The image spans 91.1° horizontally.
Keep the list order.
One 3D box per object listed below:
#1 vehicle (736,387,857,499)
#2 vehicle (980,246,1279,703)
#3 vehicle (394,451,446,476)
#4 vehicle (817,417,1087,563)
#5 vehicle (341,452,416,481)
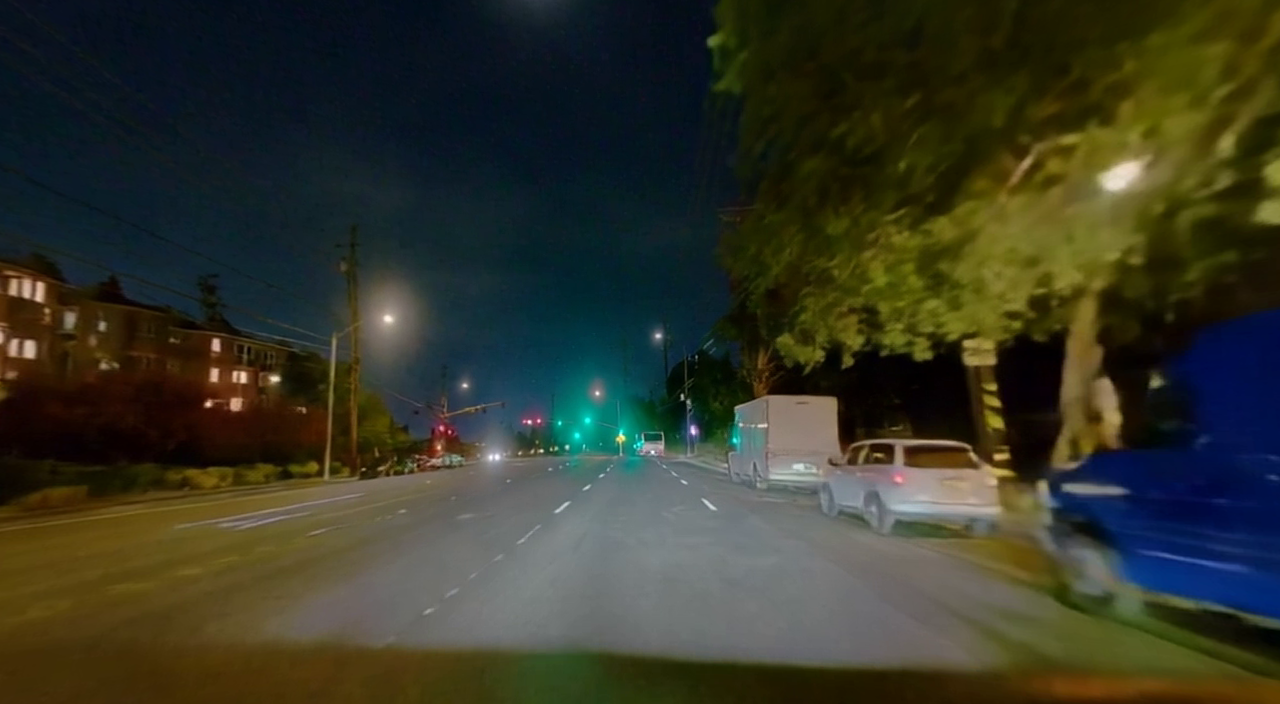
[{"bbox_3d":[4.514,2.801,19.283,2.229,2.912,5.697,0,-9,0],"label":"vehicle"},{"bbox_3d":[3.987,0.553,2.302,2.293,2.171,5.871,0,-9,2],"label":"vehicle"},{"bbox_3d":[-14.683,7.436,42.143,1.934,1.480,4.510,0,-9,-1],"label":"vehicle"},{"bbox_3d":[4.129,1.871,9.247,1.970,1.640,4.087,0,-9,2],"label":"vehicle"},{"bbox_3d":[-14.740,6.451,35.726,1.990,1.487,4.767,-1,-9,4],"label":"vehicle"}]
